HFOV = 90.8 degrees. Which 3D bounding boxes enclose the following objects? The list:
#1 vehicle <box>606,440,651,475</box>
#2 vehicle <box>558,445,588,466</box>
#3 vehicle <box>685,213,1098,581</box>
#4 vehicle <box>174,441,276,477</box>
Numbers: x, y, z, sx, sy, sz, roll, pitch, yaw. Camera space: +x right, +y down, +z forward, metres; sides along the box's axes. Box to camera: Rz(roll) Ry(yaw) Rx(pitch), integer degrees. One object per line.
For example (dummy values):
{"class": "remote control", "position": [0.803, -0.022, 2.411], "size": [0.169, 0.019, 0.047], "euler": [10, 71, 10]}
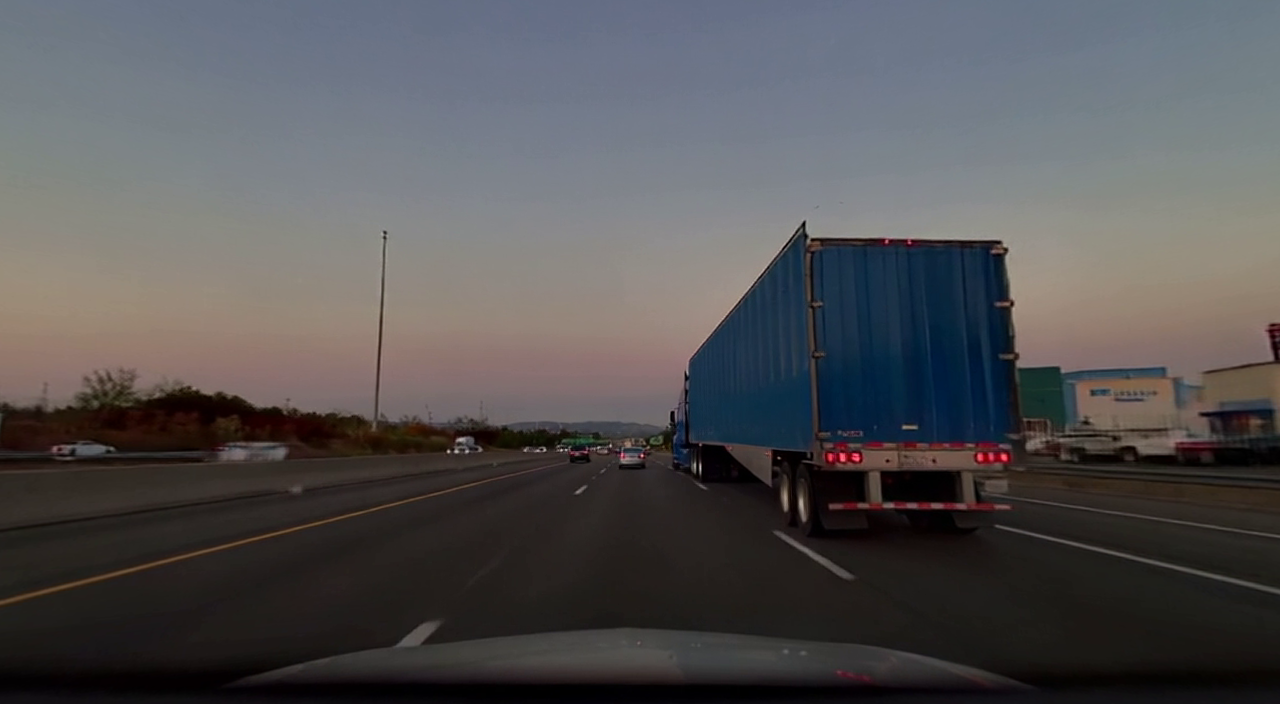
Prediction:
{"class": "vehicle", "position": [-0.606, 5.425, 32.747], "size": [2.191, 1.685, 4.015], "euler": [0, -9, -1]}
{"class": "vehicle", "position": [-5.150, 8.011, 49.050], "size": [1.995, 1.491, 4.317], "euler": [0, -9, -2]}
{"class": "vehicle", "position": [3.295, 1.633, 14.974], "size": [2.996, 4.123, 15.965], "euler": [0, -9, -1]}
{"class": "vehicle", "position": [-20.529, 5.316, 31.531], "size": [2.103, 1.665, 4.517], "euler": [0, -9, -1]}
